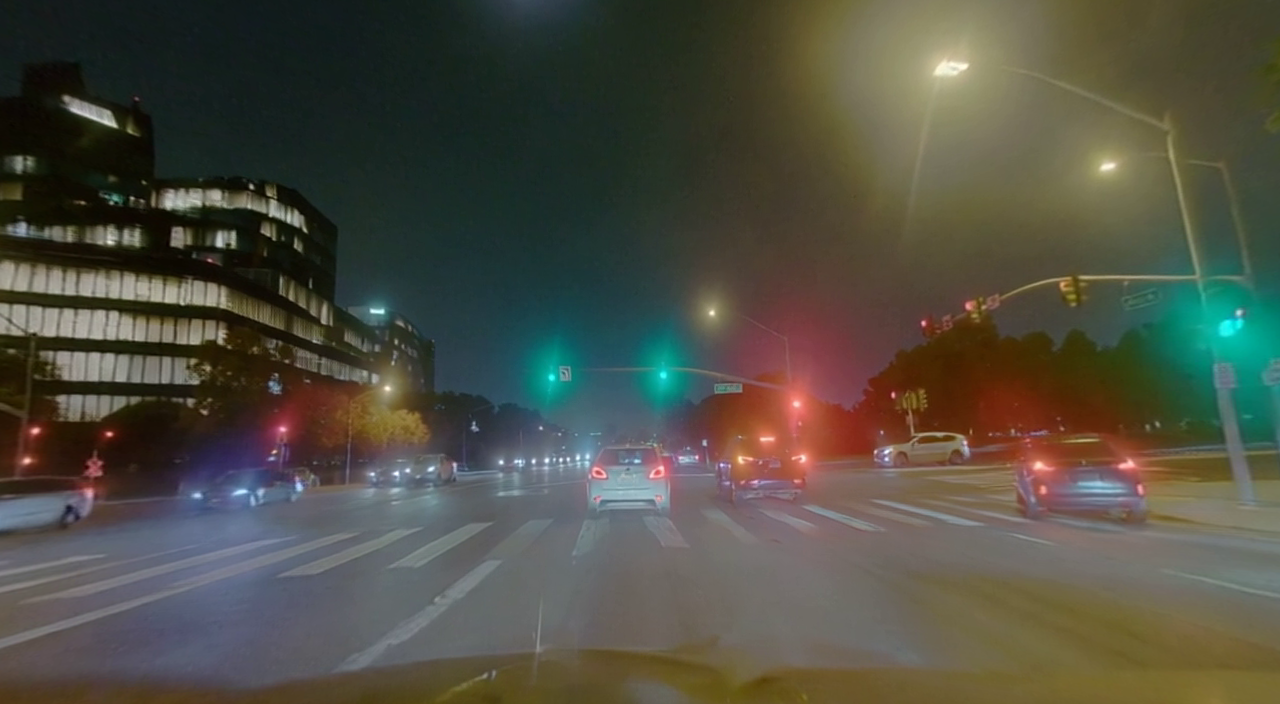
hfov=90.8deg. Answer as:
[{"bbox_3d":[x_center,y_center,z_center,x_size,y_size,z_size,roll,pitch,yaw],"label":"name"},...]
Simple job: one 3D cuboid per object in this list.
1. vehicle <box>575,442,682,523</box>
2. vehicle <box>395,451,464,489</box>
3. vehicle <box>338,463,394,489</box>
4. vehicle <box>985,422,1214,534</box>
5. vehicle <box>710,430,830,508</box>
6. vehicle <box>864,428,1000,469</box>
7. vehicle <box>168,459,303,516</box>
[{"bbox_3d":[-0.263,2.783,14.056,2.034,1.500,3.966,0,-9,-1],"label":"vehicle"},{"bbox_3d":[-11.191,6.280,33.974,2.078,1.795,4.636,0,-8,1],"label":"vehicle"},{"bbox_3d":[-18.259,8.283,42.307,1.840,1.511,4.229,0,-9,0],"label":"vehicle"},{"bbox_3d":[8.575,2.347,12.390,2.039,1.760,4.319,-2,-9,14],"label":"vehicle"},{"bbox_3d":[3.251,3.027,16.861,2.107,1.773,4.557,0,-9,-2],"label":"vehicle"},{"bbox_3d":[15.144,5.085,33.238,6.013,2.030,2.461,-2,-9,12],"label":"vehicle"},{"bbox_3d":[-14.827,4.946,23.542,1.908,1.797,4.620,0,-9,1],"label":"vehicle"}]
